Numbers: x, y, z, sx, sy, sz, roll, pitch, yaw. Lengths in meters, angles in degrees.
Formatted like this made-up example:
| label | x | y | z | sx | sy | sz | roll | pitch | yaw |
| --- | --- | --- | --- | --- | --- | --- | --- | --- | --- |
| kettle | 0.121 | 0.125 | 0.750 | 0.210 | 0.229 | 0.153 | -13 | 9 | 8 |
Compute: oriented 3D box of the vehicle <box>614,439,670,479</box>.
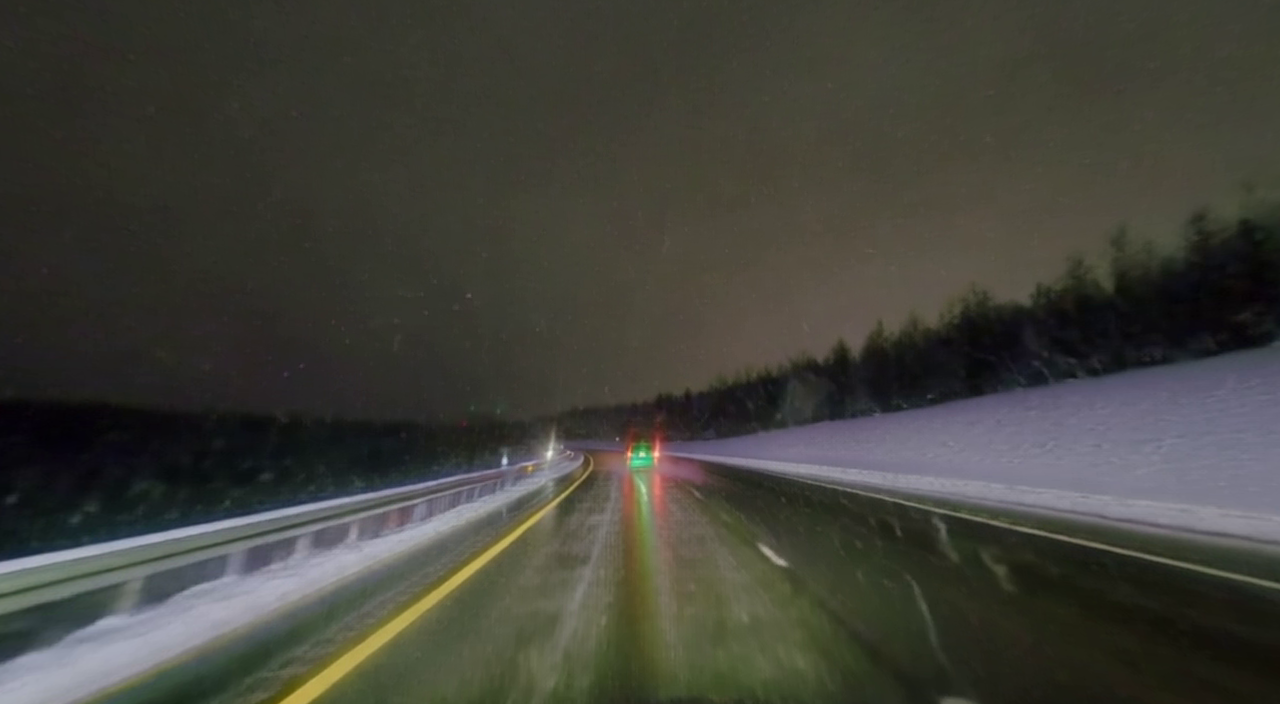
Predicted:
| label | x | y | z | sx | sy | sz | roll | pitch | yaw |
| --- | --- | --- | --- | --- | --- | --- | --- | --- | --- |
| vehicle | -0.021 | 4.423 | 26.338 | 2.029 | 1.474 | 4.183 | 0 | -9 | -4 |
